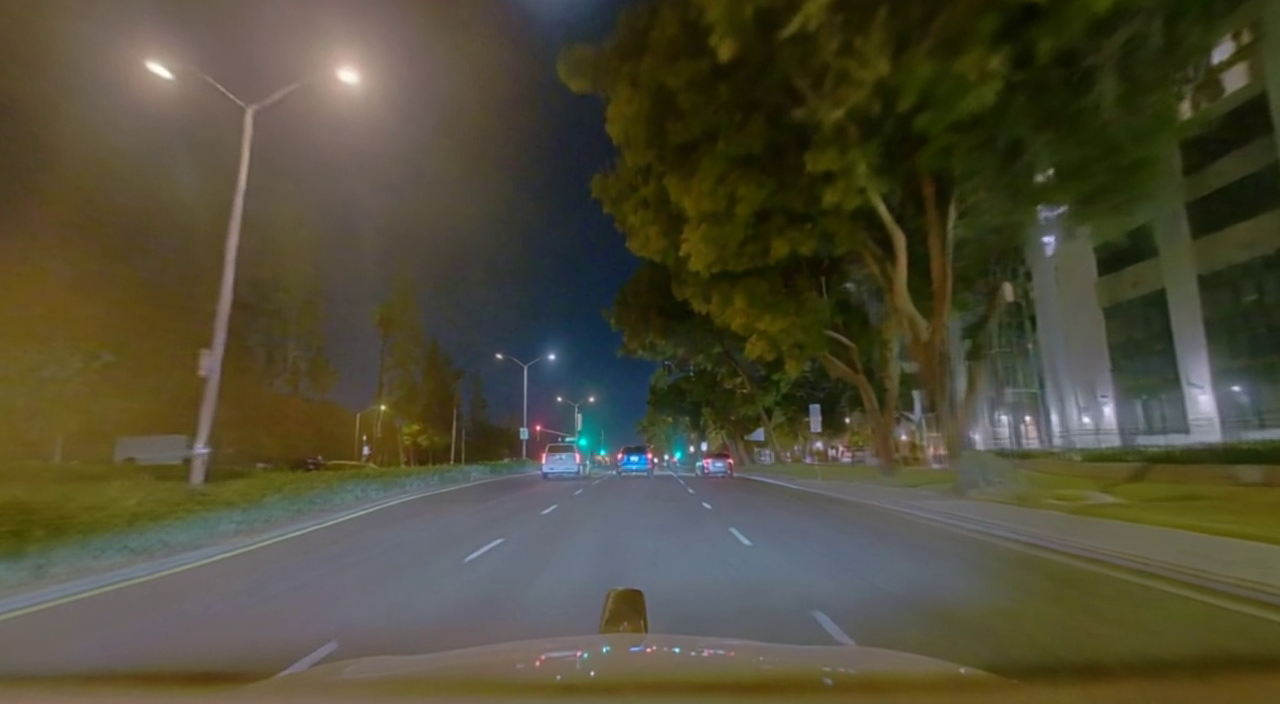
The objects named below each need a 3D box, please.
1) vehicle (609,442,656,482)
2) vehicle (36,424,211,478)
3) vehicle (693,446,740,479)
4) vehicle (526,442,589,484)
[{"bbox_3d":[-0.297,5.015,29.082,2.022,1.700,4.084,0,-8,1],"label":"vehicle"},{"bbox_3d":[-32.152,6.310,40.038,2.768,3.022,9.215,-1,-10,5],"label":"vehicle"},{"bbox_3d":[3.810,5.558,31.980,1.847,1.554,4.052,0,-8,-1],"label":"vehicle"},{"bbox_3d":[-3.541,4.825,27.775,2.047,1.710,4.314,0,-8,2],"label":"vehicle"}]
